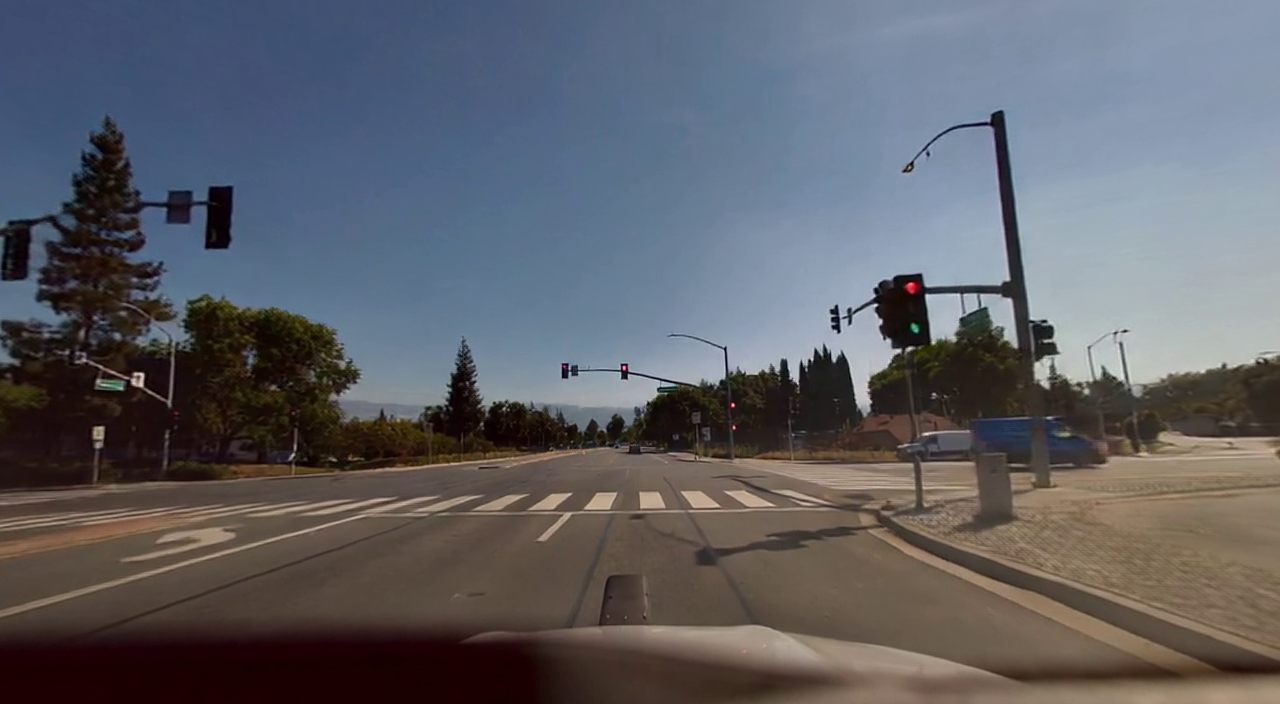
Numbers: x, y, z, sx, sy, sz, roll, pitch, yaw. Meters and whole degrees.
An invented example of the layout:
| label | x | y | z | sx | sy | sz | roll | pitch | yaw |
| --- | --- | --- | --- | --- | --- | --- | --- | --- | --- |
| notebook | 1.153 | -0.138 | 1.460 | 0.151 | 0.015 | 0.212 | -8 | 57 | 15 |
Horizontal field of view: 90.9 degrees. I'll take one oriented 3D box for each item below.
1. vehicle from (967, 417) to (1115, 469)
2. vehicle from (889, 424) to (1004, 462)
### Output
| label | x | y | z | sx | sy | sz | roll | pitch | yaw |
| --- | --- | --- | --- | --- | --- | --- | --- | --- | --- |
| vehicle | 15.867 | 3.654 | 25.172 | 4.536 | 1.965 | 1.780 | -1 | -8 | 5 |
| vehicle | 15.421 | 4.613 | 31.918 | 4.790 | 1.798 | 1.909 | -1 | -8 | 2 |
